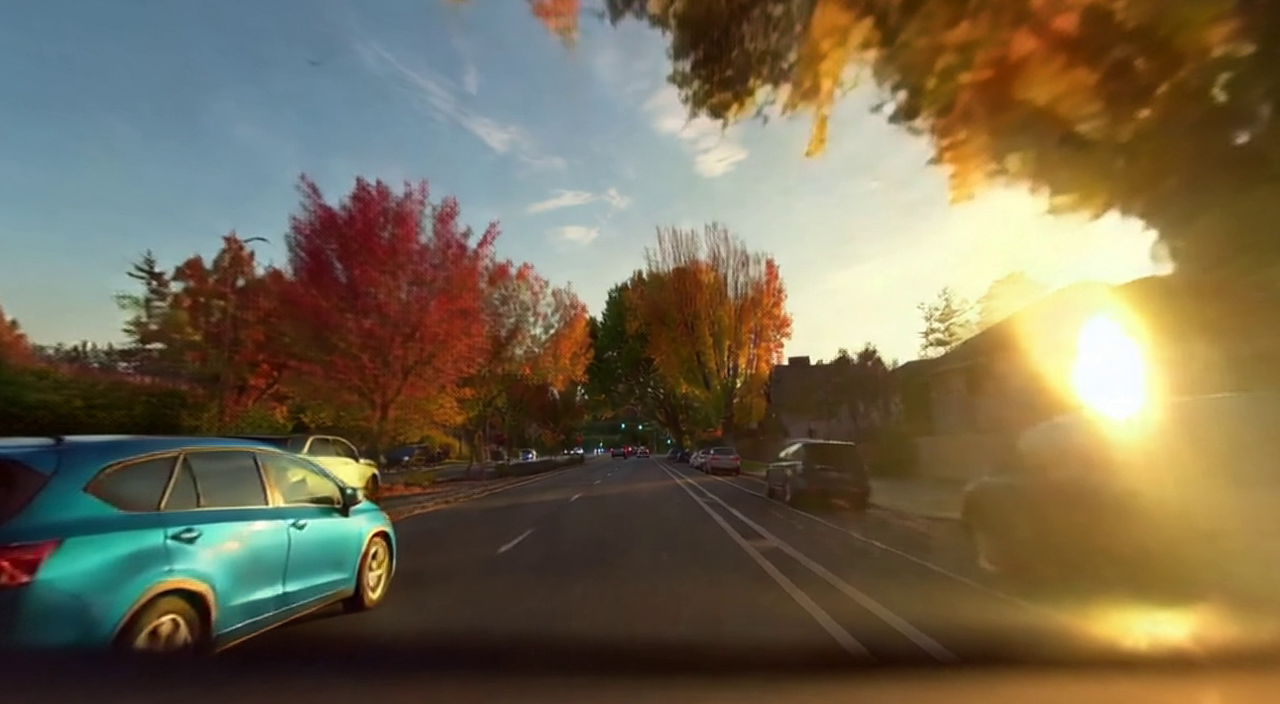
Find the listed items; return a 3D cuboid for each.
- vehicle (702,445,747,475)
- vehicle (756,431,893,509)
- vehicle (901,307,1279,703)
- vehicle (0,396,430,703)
[{"bbox_3d":[4.937,6.383,37.341,2.014,1.700,4.369,0,-9,-1],"label":"vehicle"},{"bbox_3d":[4.820,3.216,17.552,2.164,1.793,5.671,0,-9,1],"label":"vehicle"},{"bbox_3d":[4.572,1.084,4.875,2.374,2.104,6.508,0,-9,1],"label":"vehicle"},{"bbox_3d":[-3.204,1.217,4.177,1.982,1.478,4.465,0,-9,1],"label":"vehicle"}]
